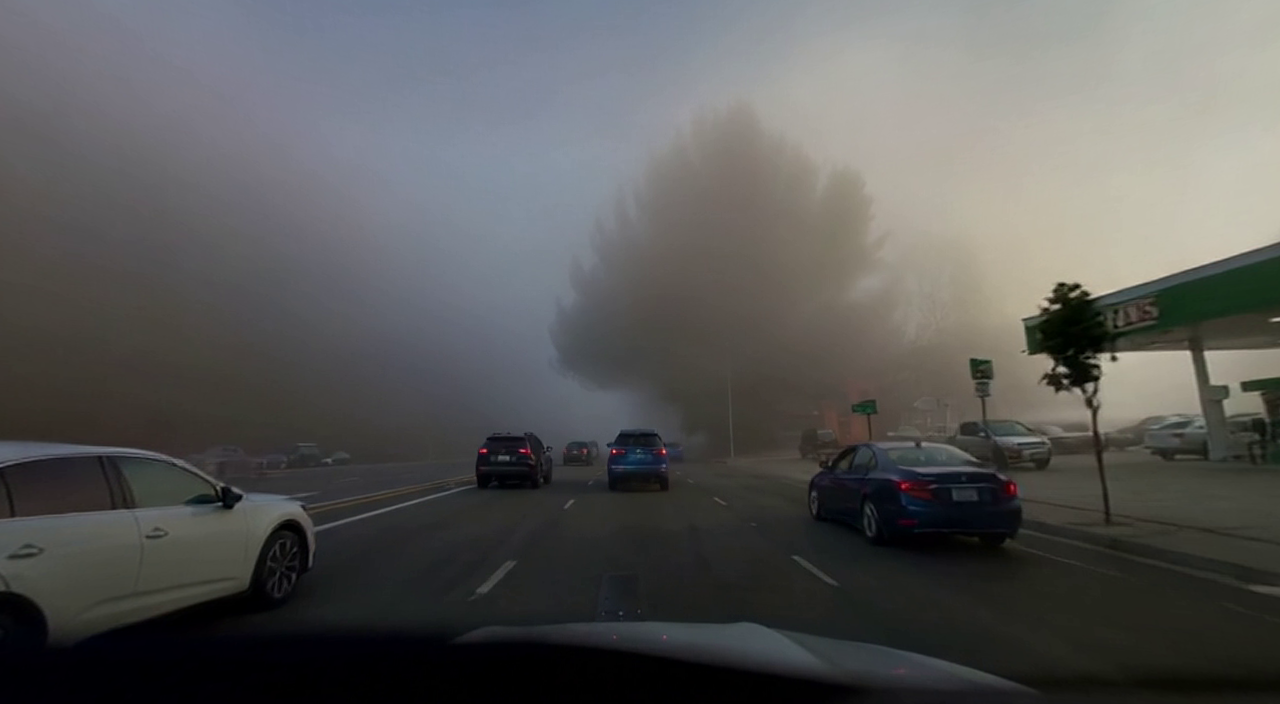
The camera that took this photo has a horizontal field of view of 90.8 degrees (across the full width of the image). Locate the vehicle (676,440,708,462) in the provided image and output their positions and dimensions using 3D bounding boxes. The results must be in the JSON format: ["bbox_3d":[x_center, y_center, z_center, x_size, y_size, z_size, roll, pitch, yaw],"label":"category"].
[{"bbox_3d":[3.776,7.318,46.671,1.926,1.522,3.852,0,-8,-1],"label":"vehicle"}]

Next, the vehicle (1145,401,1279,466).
[{"bbox_3d":[17.972,2.435,18.603,1.906,1.734,4.483,2,-9,-12],"label":"vehicle"}]

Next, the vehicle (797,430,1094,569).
[{"bbox_3d":[3.854,1.921,9.118,1.888,1.456,4.589,0,-8,-2],"label":"vehicle"}]

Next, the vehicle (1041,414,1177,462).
[{"bbox_3d":[18.977,3.537,25.850,2.037,1.762,4.240,1,-8,-6],"label":"vehicle"}]

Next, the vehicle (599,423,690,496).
[{"bbox_3d":[0.089,2.993,17.889,2.279,1.803,4.254,0,-8,-1],"label":"vehicle"}]

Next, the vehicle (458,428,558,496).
[{"bbox_3d":[-3.617,3.097,18.116,1.932,1.695,4.150,0,-8,0],"label":"vehicle"}]

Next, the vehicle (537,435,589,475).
[{"bbox_3d":[-3.407,4.640,28.627,1.871,1.673,3.920,0,-8,0],"label":"vehicle"}]

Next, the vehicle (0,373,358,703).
[{"bbox_3d":[-3.550,1.056,3.747,1.864,1.574,4.031,0,-8,0],"label":"vehicle"}]
